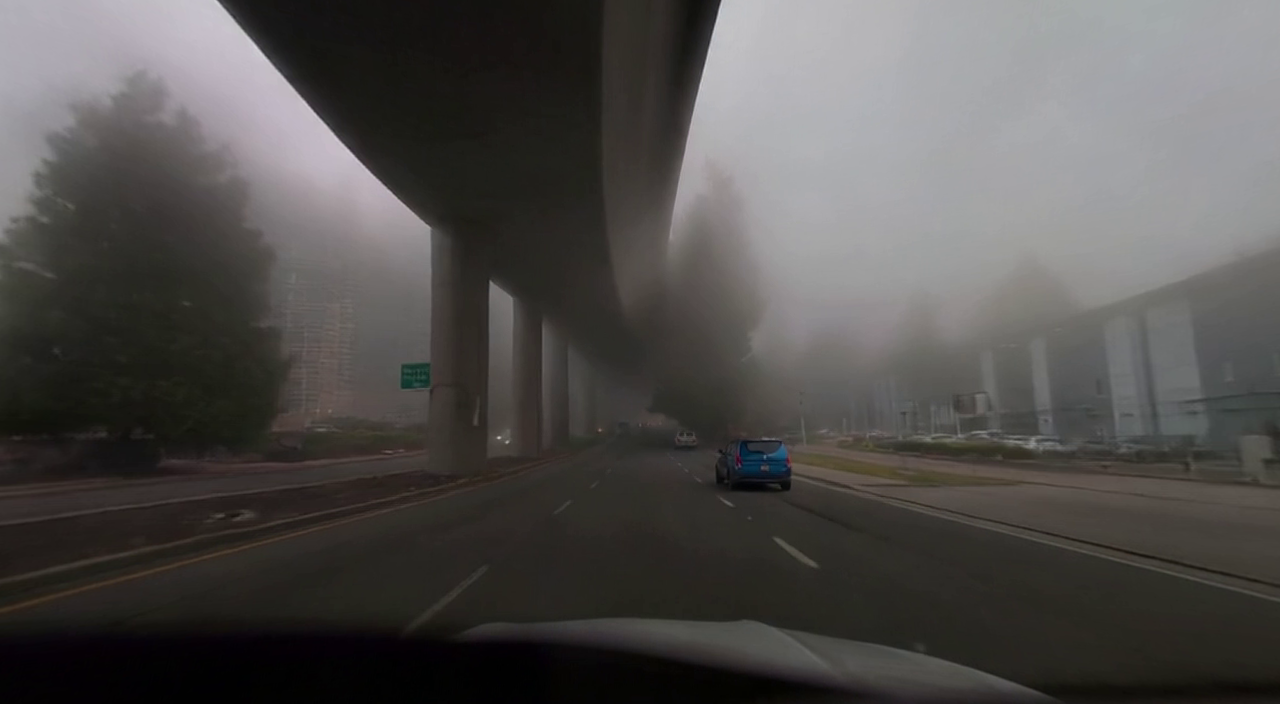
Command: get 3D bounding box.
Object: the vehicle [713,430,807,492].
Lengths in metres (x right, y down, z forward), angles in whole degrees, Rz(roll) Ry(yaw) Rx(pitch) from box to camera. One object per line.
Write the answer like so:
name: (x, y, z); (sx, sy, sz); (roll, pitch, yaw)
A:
vehicle: (3.639, 3.406, 20.020); (2.110, 1.712, 4.489); (0, -9, 0)
